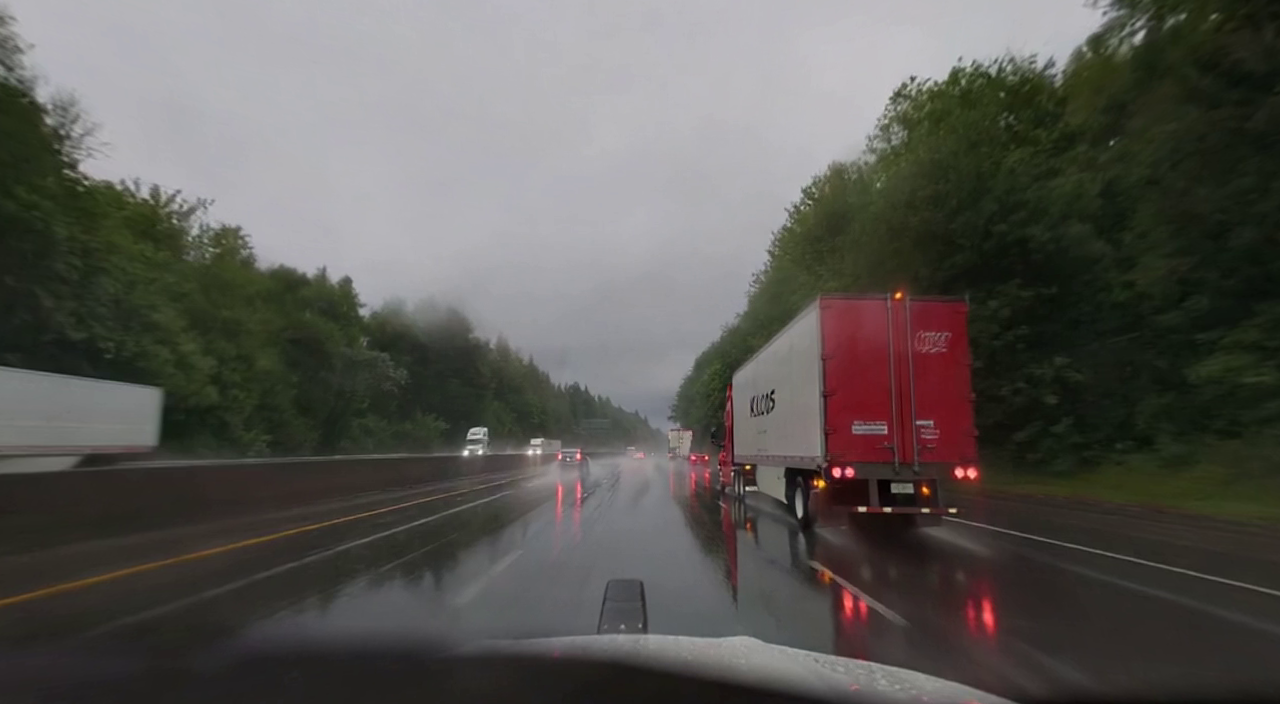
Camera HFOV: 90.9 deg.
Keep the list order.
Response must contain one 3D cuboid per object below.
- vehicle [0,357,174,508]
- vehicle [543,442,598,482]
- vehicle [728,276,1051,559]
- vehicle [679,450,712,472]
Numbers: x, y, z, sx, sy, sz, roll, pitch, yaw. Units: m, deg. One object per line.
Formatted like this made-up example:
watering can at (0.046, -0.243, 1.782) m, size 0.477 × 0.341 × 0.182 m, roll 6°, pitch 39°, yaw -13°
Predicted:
vehicle at (-20.079, 2.202, 17.420) m, size 2.976 × 4.305 × 14.763 m, roll 0°, pitch -9°, yaw 1°
vehicle at (-3.129, 5.085, 29.345) m, size 2.017 × 1.683 × 4.309 m, roll 0°, pitch -9°, yaw 1°
vehicle at (4.234, 1.726, 14.428) m, size 2.914 × 3.998 × 11.103 m, roll 0°, pitch -9°, yaw 1°
vehicle at (4.231, 8.341, 48.286) m, size 2.176 × 1.598 × 3.878 m, roll 0°, pitch -9°, yaw 0°
